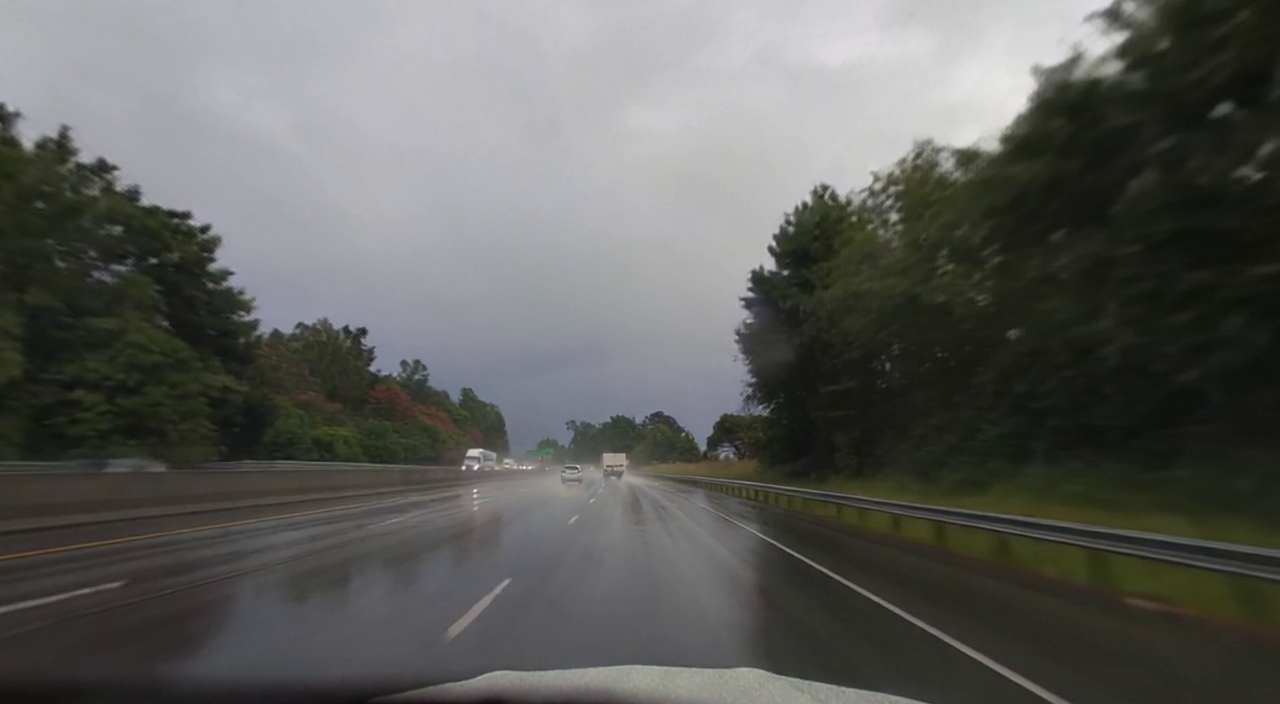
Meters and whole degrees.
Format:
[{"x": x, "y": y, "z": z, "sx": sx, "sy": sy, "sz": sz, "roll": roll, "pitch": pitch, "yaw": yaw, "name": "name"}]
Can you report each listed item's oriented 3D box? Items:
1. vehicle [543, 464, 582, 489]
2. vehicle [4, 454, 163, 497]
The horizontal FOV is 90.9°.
[{"x": -5.026, "y": 8.164, "z": 41.414, "sx": 2.115, "sy": 1.546, "sz": 4.638, "roll": 1, "pitch": -10, "yaw": -2, "name": "vehicle"}, {"x": -21.315, "y": 4.759, "z": 24.456, "sx": 2.033, "sy": 1.481, "sz": 4.575, "roll": 1, "pitch": -10, "yaw": -1, "name": "vehicle"}]
